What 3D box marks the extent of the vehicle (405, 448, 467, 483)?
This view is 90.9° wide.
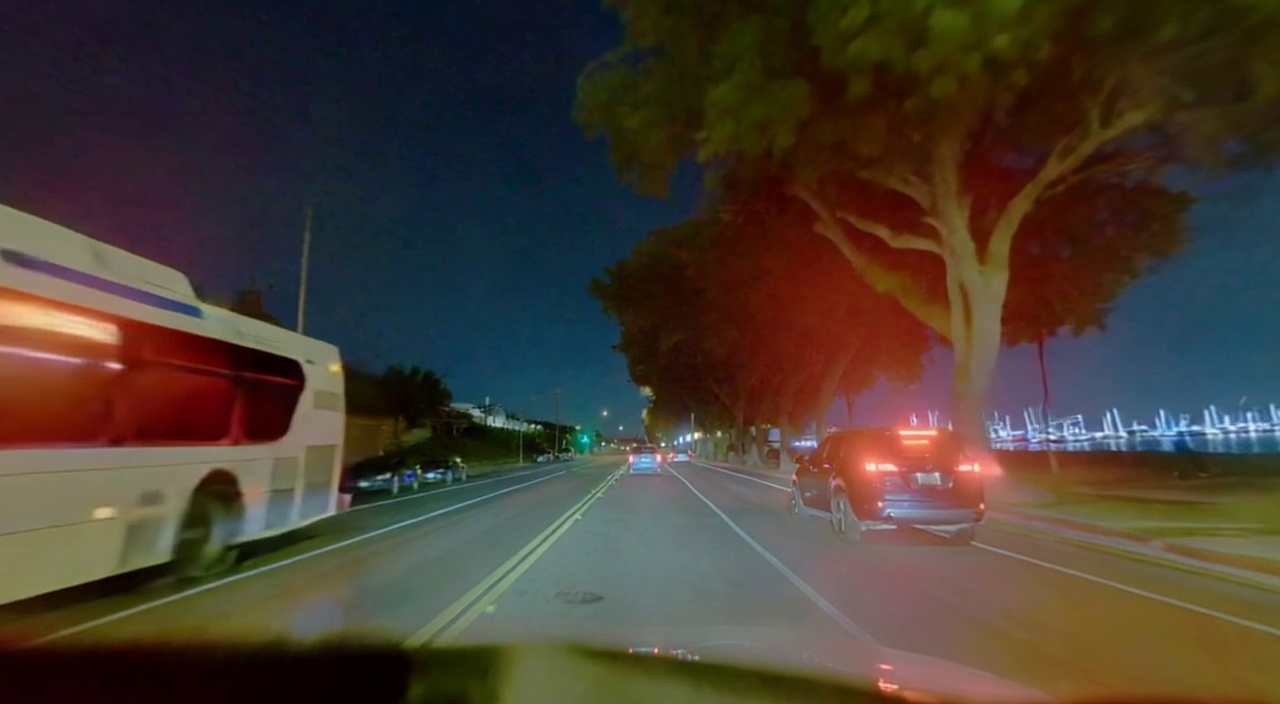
[{"bbox_3d":[-10.138,5.632,31.570,1.701,1.528,3.881,-1,-8,1],"label":"vehicle"}]

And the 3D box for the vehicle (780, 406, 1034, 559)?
[{"bbox_3d":[3.699,1.897,9.827,2.000,1.809,4.405,0,-9,0],"label":"vehicle"}]

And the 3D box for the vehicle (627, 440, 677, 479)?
[{"bbox_3d":[0.497,4.876,28.771,2.132,1.632,3.838,0,-9,0],"label":"vehicle"}]

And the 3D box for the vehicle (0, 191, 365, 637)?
[{"bbox_3d":[-6.303,0.717,6.422,2.781,3.405,8.989,-1,-9,1],"label":"vehicle"}]
